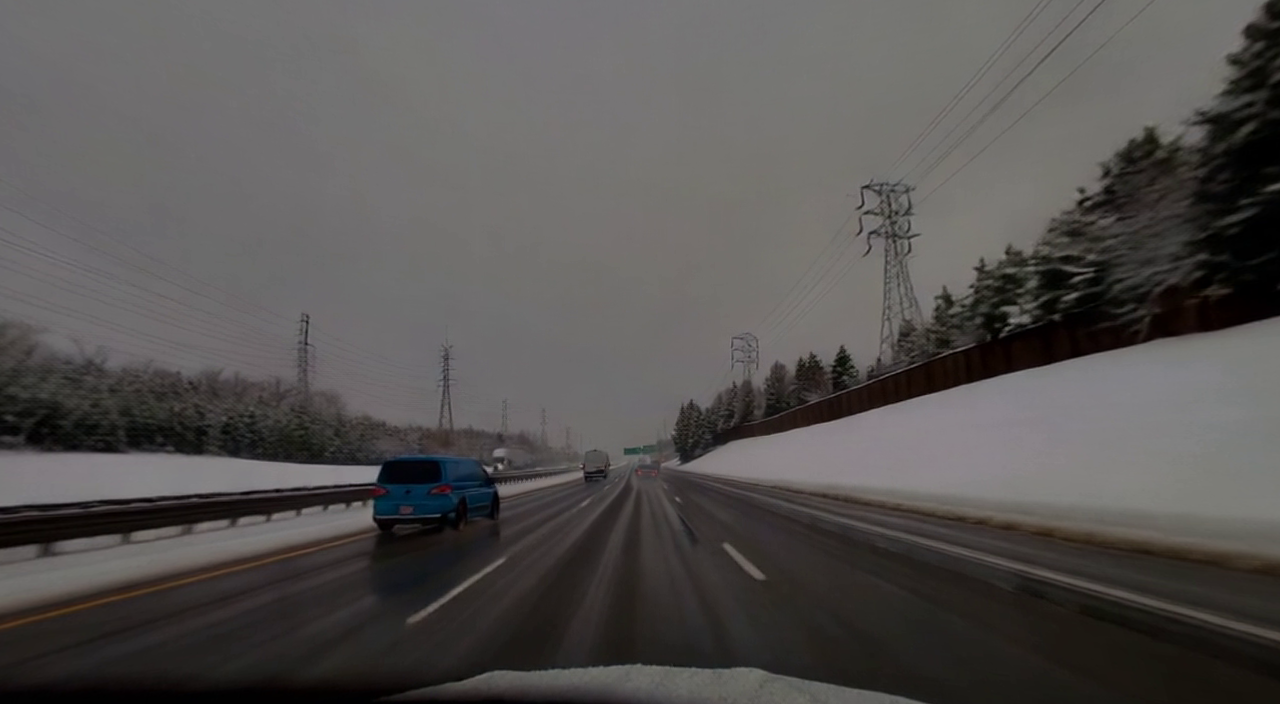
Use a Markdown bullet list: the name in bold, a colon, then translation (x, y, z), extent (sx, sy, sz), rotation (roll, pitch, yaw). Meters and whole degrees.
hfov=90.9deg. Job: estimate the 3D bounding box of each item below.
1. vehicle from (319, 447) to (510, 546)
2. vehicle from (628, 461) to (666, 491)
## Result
- **vehicle**: translation (-4.084, 2.732, 12.410), extent (2.023, 1.541, 4.543), rotation (0, -10, 1)
- **vehicle**: translation (0.348, 7.031, 35.883), extent (2.006, 1.554, 3.863), rotation (1, -10, -1)
